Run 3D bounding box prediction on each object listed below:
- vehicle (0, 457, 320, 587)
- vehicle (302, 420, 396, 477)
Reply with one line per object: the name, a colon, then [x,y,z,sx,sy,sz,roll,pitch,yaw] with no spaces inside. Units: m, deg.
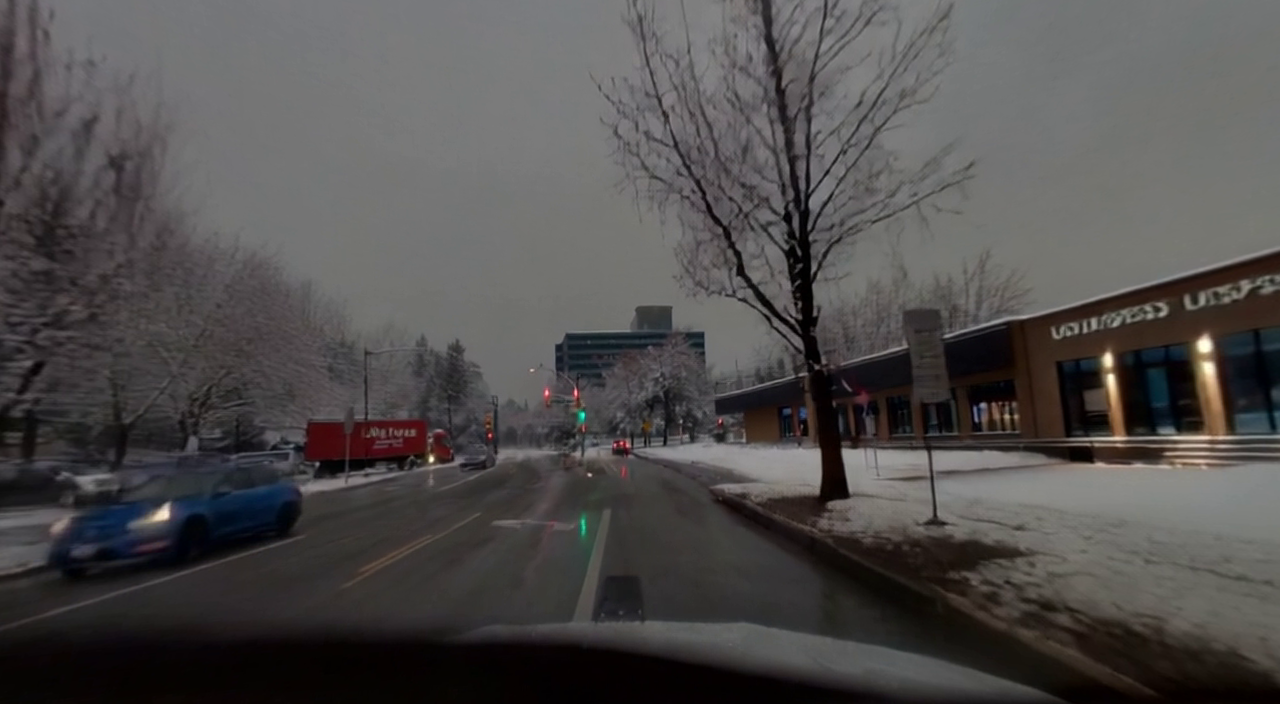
vehicle: [-7.265,2.517,10.233,1.899,1.517,4.384,0,-8,-1]
vehicle: [-21.789,7.276,47.693,3.045,3.961,6.104,-3,-9,15]
